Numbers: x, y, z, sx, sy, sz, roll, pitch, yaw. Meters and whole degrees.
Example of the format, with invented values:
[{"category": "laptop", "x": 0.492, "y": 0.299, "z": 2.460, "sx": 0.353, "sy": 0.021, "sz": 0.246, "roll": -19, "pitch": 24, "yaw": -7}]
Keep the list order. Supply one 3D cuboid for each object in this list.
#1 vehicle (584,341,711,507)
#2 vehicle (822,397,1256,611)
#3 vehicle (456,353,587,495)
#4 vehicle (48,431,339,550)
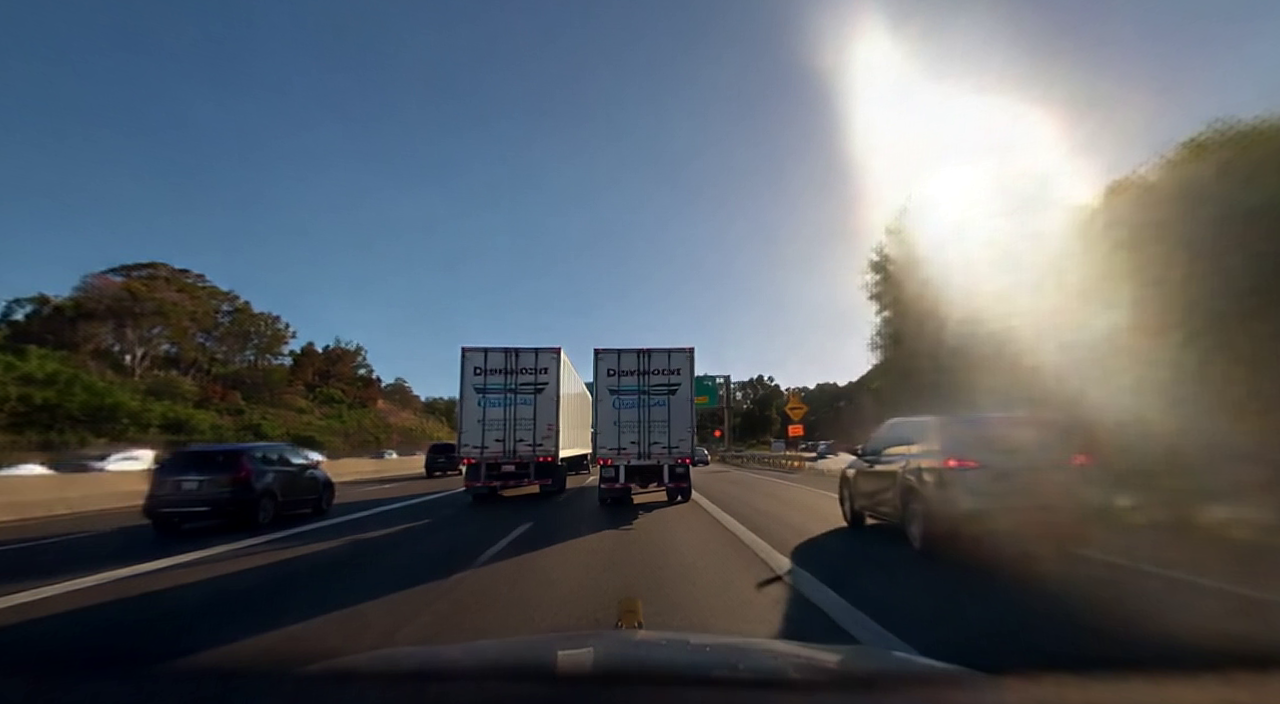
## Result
[{"category": "vehicle", "x": 0.051, "y": 2.366, "z": 19.549, "sx": 2.910, "sy": 3.828, "sz": 9.805, "roll": 0, "pitch": -9, "yaw": -1}, {"category": "vehicle", "x": 4.002, "y": 1.610, "z": 7.647, "sx": 2.136, "sy": 1.753, "sz": 4.644, "roll": 0, "pitch": -9, "yaw": -1}, {"category": "vehicle", "x": -3.896, "y": 2.913, "z": 24.031, "sx": 2.888, "sy": 4.154, "sz": 10.960, "roll": 0, "pitch": -9, "yaw": 0}, {"category": "vehicle", "x": -7.536, "y": 2.342, "z": 11.408, "sx": 2.017, "sy": 1.694, "sz": 4.420, "roll": 0, "pitch": -9, "yaw": -1}]
